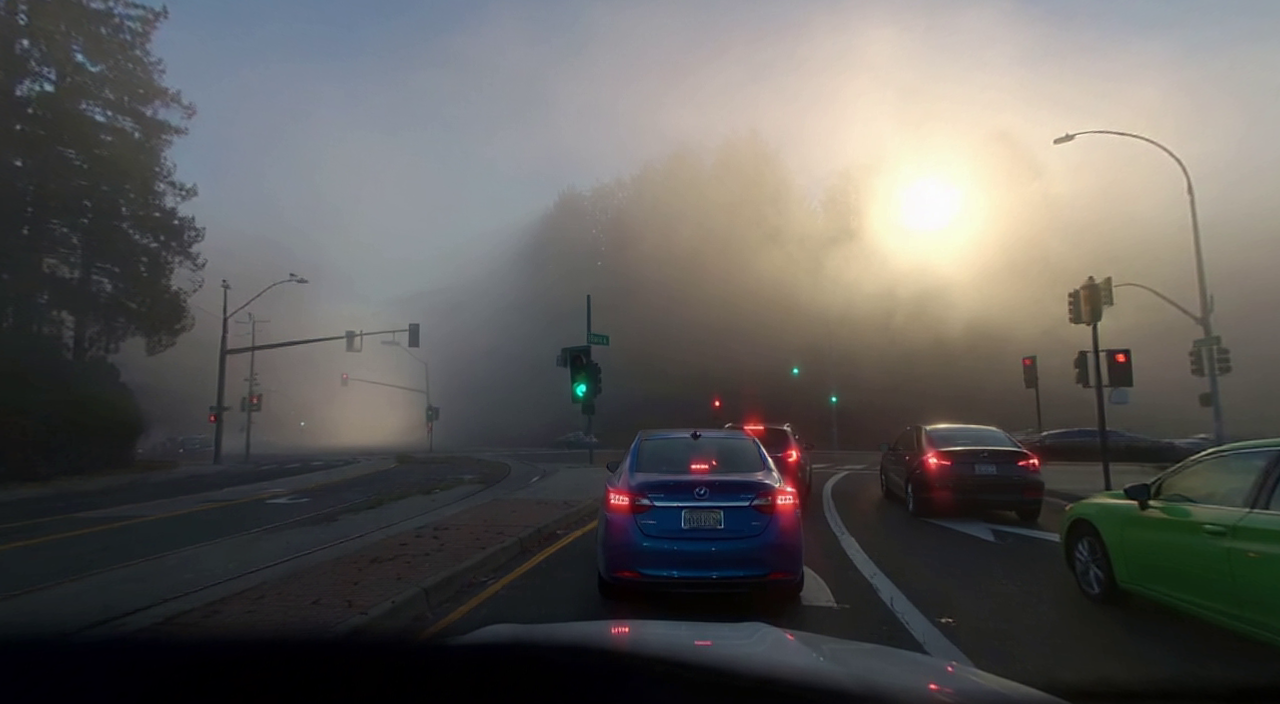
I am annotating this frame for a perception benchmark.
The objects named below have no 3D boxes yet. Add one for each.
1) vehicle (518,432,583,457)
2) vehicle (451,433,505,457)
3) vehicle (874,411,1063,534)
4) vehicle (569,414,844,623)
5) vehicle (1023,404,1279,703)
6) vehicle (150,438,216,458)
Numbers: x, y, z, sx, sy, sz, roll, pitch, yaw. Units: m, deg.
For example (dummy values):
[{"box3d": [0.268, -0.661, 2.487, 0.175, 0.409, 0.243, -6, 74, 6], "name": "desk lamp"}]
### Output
[{"box3d": [-5.964, 6.106, 41.548, 1.932, 1.573, 4.509, 8, -12, -44], "name": "vehicle"}, {"box3d": [-12.451, 7.121, 48.196, 1.972, 1.705, 4.457, 8, -11, -44], "name": "vehicle"}, {"box3d": [5.536, 2.045, 11.288, 2.102, 1.717, 4.373, -2, -9, 16], "name": "vehicle"}, {"box3d": [0.856, 1.498, 6.687, 2.052, 1.483, 3.928, -2, -8, 12], "name": "vehicle"}, {"box3d": [4.243, 1.058, 3.373, 1.954, 1.508, 4.441, -1, -8, 6], "name": "vehicle"}, {"box3d": [-35.368, 7.437, 48.652, 1.652, 1.433, 3.733, -7, -11, 40], "name": "vehicle"}]
